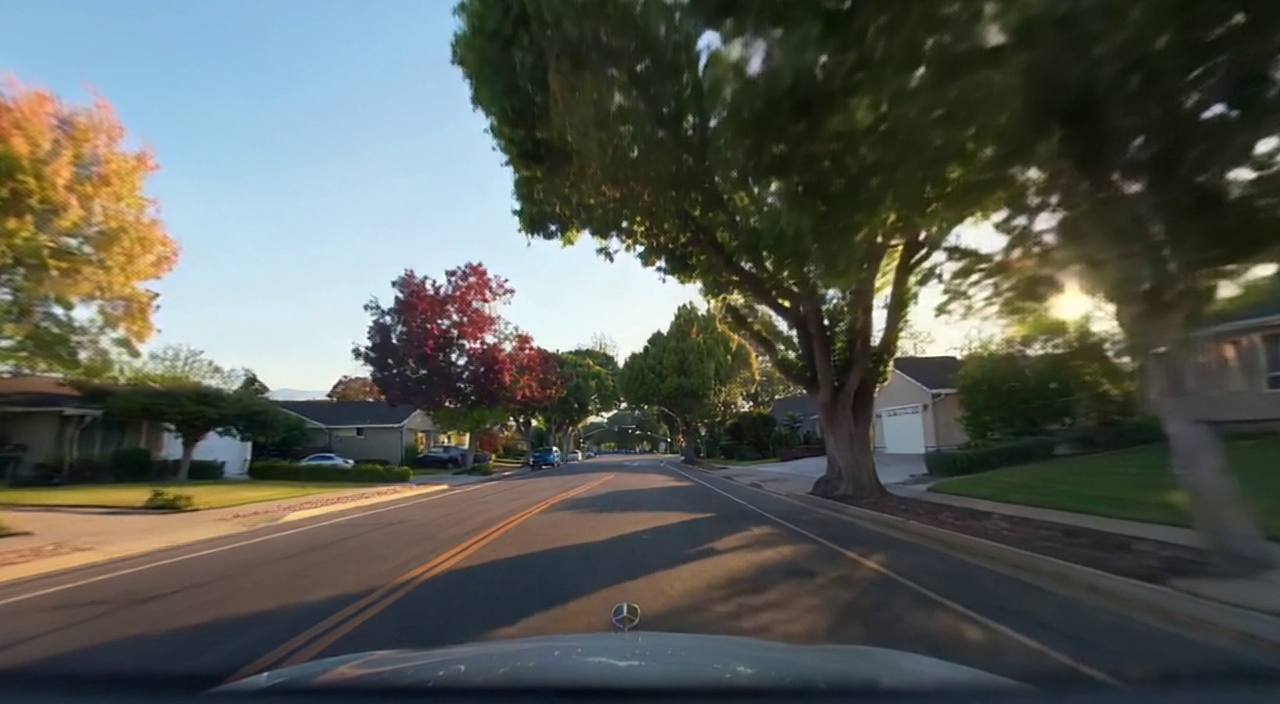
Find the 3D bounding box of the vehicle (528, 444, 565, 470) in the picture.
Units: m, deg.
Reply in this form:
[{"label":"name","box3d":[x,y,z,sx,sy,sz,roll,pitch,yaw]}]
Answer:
[{"label":"vehicle","box3d":[-7.184,8.098,48.930,2.209,1.807,4.432,-1,-9,-1]}]
